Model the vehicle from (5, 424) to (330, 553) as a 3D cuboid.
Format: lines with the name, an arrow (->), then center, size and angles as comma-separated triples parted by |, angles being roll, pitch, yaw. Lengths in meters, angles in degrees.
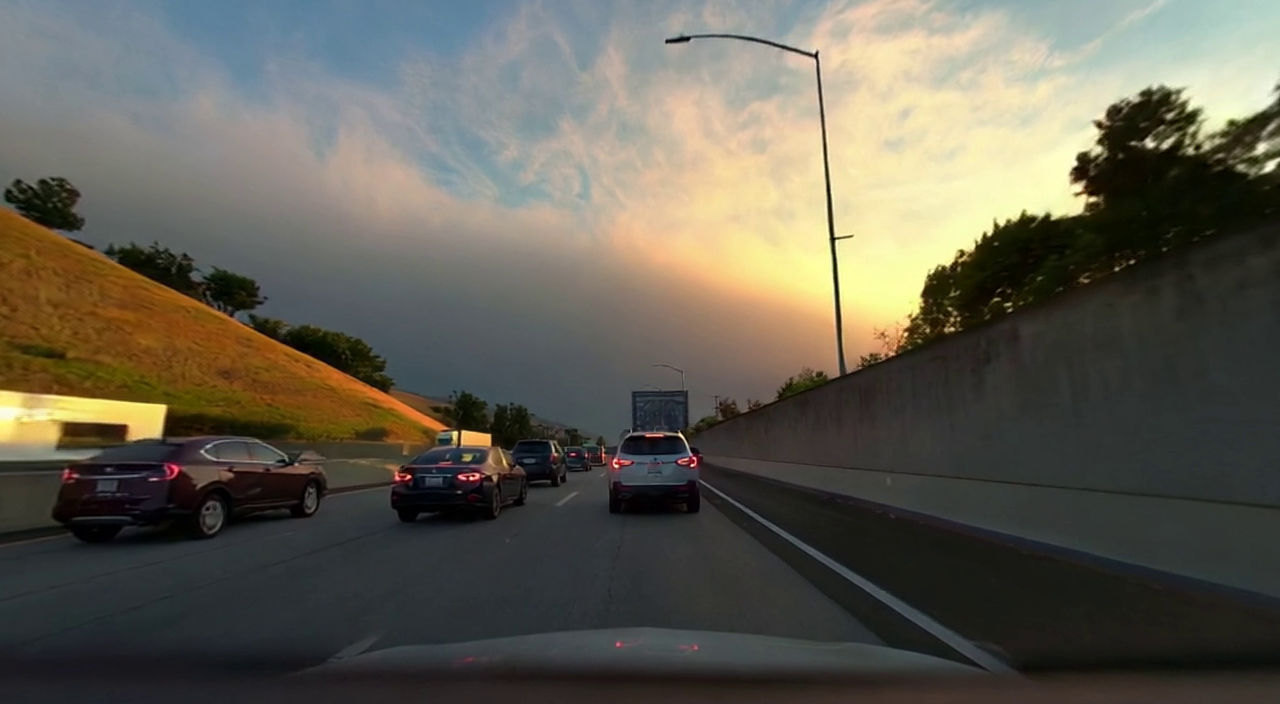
vehicle -> -7.473, 2.187, 10.792 | 1.986, 1.700, 4.558 | 0, -9, 0

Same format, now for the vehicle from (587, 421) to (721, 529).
vehicle -> 0.199, 2.457, 13.172 | 2.210, 1.760, 5.303 | 0, -9, -1

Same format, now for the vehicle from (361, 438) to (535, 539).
vehicle -> -3.258, 2.385, 11.629 | 1.917, 1.506, 3.949 | 0, -9, 1
